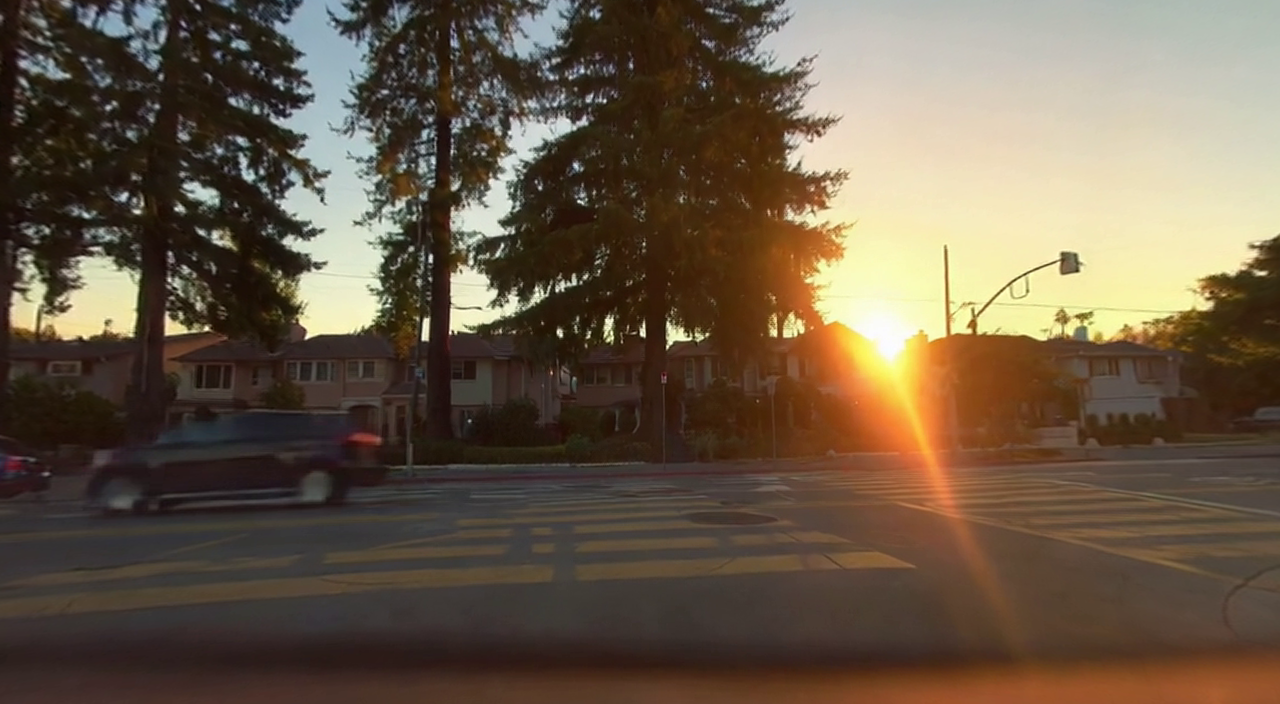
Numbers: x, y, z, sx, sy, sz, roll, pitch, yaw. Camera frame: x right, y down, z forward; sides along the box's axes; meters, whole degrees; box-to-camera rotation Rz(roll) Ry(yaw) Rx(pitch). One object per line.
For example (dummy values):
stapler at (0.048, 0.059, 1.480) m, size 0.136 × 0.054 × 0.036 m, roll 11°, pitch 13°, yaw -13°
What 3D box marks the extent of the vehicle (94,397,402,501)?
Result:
vehicle at (-7.515, 1.940, 12.849) m, size 4.882 × 1.783 × 2.093 m, roll 3°, pitch -9°, yaw -21°
